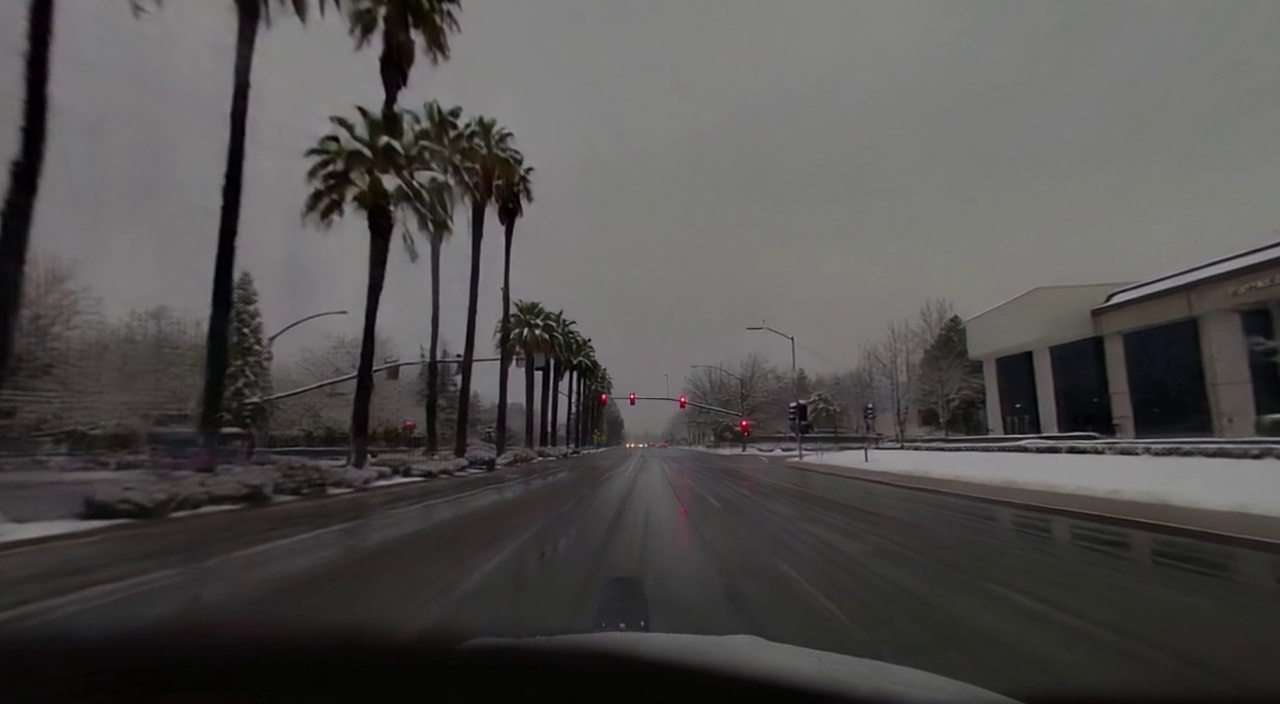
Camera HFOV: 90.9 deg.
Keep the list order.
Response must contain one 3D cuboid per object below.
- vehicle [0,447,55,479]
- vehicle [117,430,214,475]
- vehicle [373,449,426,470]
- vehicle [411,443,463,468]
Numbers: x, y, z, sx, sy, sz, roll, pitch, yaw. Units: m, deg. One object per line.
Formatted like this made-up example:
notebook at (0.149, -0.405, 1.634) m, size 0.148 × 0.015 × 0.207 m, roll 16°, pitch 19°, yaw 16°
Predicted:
vehicle at (-37.124, 6.417, 36.586) m, size 4.272 × 1.729 × 2.017 m, roll 0°, pitch -8°, yaw 2°
vehicle at (-33.002, 6.953, 43.858) m, size 5.761 × 2.906 × 2.463 m, roll -3°, pitch -9°, yaw 20°
vehicle at (-17.683, 7.878, 46.537) m, size 2.077 × 1.417 × 4.422 m, roll 0°, pitch -8°, yaw 1°
vehicle at (-14.258, 7.283, 44.483) m, size 2.059 × 1.648 × 4.420 m, roll 0°, pitch -8°, yaw 2°
